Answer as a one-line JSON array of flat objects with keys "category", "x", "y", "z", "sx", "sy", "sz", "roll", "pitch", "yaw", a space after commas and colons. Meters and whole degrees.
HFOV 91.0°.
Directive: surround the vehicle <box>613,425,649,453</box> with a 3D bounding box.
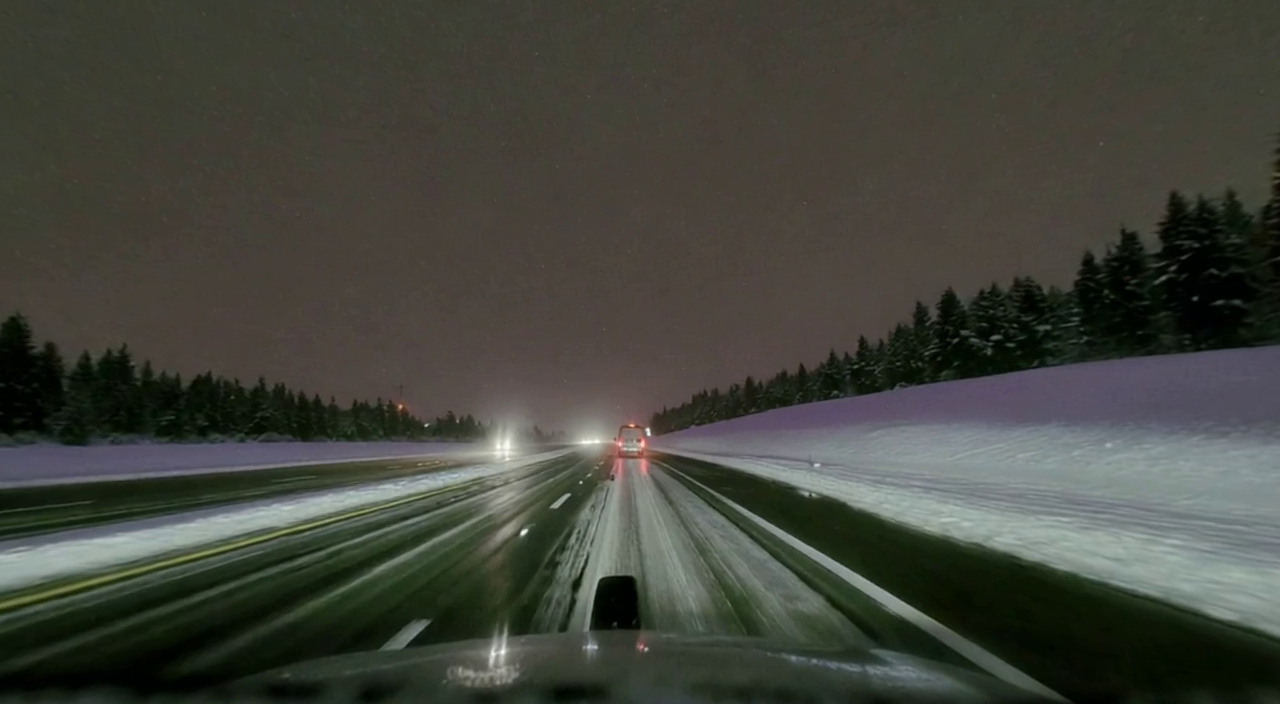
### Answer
[{"category": "vehicle", "x": -0.617, "y": 5.591, "z": 40.510, "sx": 2.157, "sy": 1.647, "sz": 4.524, "roll": 0, "pitch": -8, "yaw": -2}]
